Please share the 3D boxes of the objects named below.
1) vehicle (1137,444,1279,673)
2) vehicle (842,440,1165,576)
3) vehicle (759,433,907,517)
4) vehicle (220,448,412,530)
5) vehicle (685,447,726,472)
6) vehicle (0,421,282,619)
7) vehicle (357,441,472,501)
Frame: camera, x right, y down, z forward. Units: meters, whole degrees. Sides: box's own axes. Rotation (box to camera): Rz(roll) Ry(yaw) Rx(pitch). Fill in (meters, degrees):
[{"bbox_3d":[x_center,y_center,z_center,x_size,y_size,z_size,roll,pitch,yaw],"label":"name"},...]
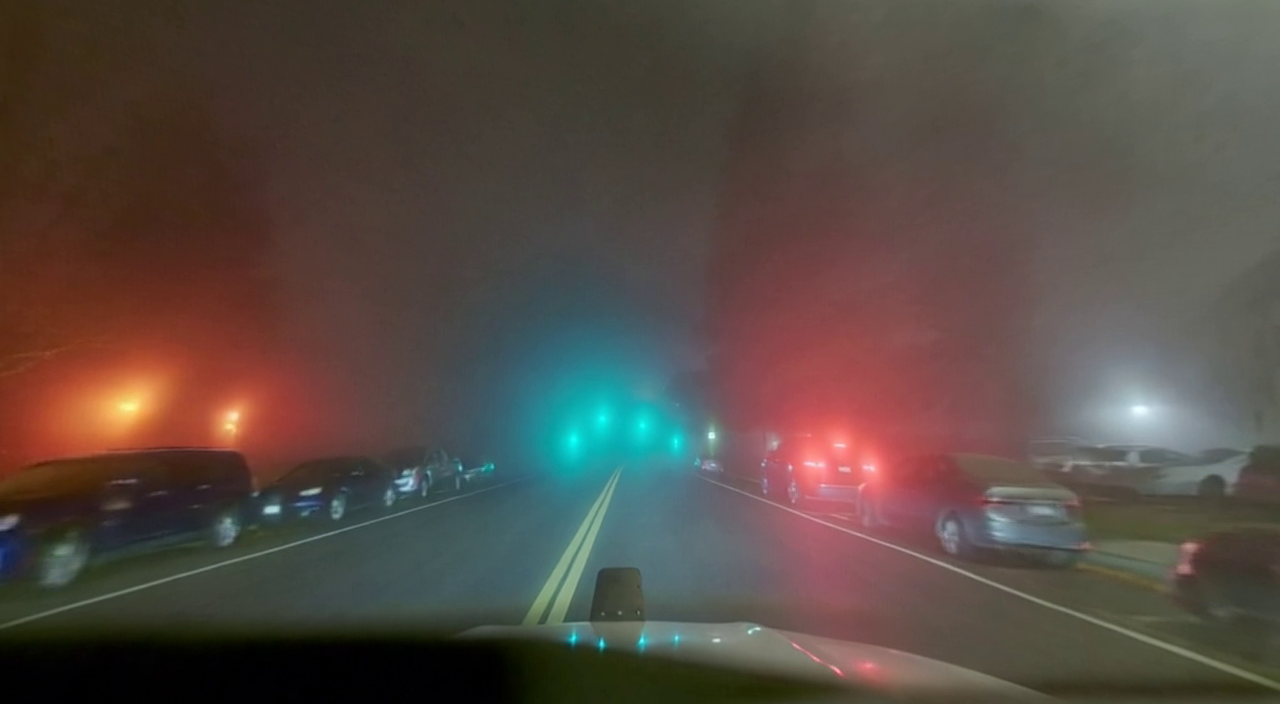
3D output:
[{"bbox_3d":[4.941,1.139,2.885,1.798,1.432,4.330,0,-9,0],"label":"vehicle"},{"bbox_3d":[4.827,2.092,9.433,1.830,1.477,4.684,1,-9,-3],"label":"vehicle"},{"bbox_3d":[4.413,2.878,15.338,1.992,1.703,4.503,1,-9,-3],"label":"vehicle"},{"bbox_3d":[-6.709,2.841,13.787,1.811,1.454,4.610,0,-9,-1],"label":"vehicle"},{"bbox_3d":[4.152,6.922,40.948,1.955,1.536,4.395,1,-9,-3],"label":"vehicle"},{"bbox_3d":[-6.661,1.821,7.870,1.904,1.727,4.530,1,-9,-3],"label":"vehicle"},{"bbox_3d":[-7.035,3.737,20.276,2.092,1.706,4.356,0,-9,0],"label":"vehicle"}]
